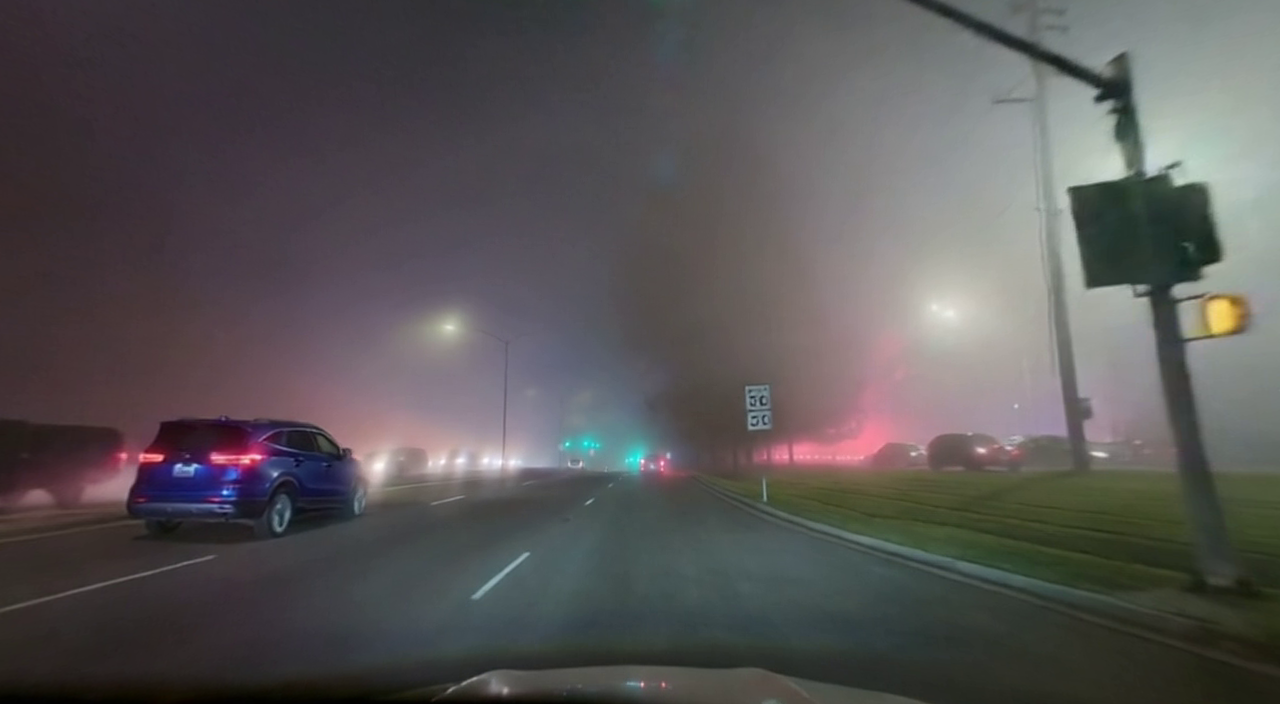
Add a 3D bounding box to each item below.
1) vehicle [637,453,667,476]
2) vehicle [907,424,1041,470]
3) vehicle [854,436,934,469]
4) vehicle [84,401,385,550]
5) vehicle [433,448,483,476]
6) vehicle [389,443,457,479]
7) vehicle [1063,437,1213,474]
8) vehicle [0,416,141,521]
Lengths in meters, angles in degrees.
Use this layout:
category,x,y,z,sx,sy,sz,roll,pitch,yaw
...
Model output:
category,x,y,z,sx,sy,sz,roll,pitch,yaw
vehicle,0.855,8.240,46.273,2.091,1.494,3.962,0,-9,0
vehicle,13.508,3.912,25.906,1.950,1.697,4.906,3,-9,-15
vehicle,12.821,5.092,32.089,1.884,1.522,4.642,1,-9,-4
vehicle,-6.134,1.918,10.358,2.027,1.908,4.273,0,-9,0
vehicle,-11.932,7.208,41.644,1.953,1.697,4.725,0,-9,-1
vehicle,-11.637,5.858,34.084,2.042,1.801,4.378,0,-9,1
vehicle,21.914,4.588,28.061,1.933,1.487,5.136,2,-9,-11
vehicle,-12.107,2.017,10.923,2.167,1.799,5.682,0,-9,1
